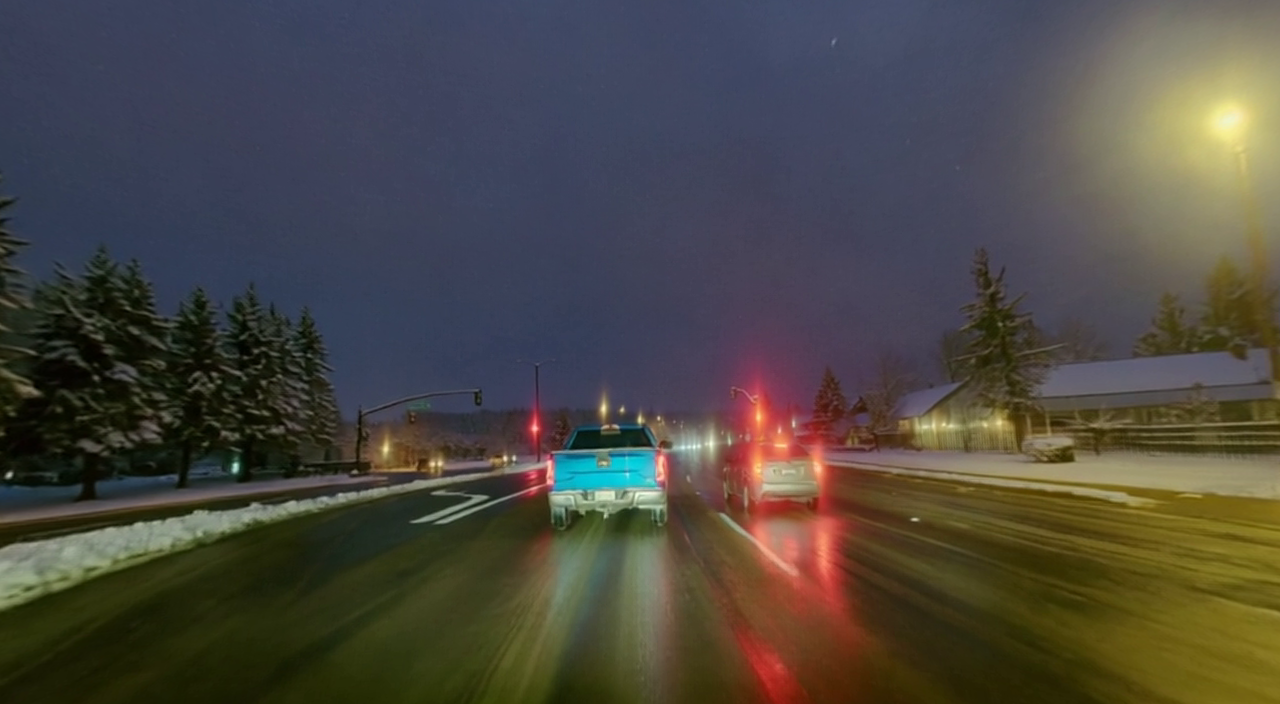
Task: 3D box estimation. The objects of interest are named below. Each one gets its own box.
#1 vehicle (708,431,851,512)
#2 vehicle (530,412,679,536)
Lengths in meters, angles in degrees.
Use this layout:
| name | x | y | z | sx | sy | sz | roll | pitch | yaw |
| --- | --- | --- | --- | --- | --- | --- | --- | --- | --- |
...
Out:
| name | x | y | z | sx | sy | sz | roll | pitch | yaw |
| --- | --- | --- | --- | --- | --- | --- | --- | --- | --- |
| vehicle | 2.875 | 2.578 | 14.178 | 2.073 | 1.484 | 4.437 | 0 | -8 | -2 |
| vehicle | -0.528 | 2.098 | 11.556 | 2.145 | 1.762 | 4.731 | 0 | -8 | 0 |
